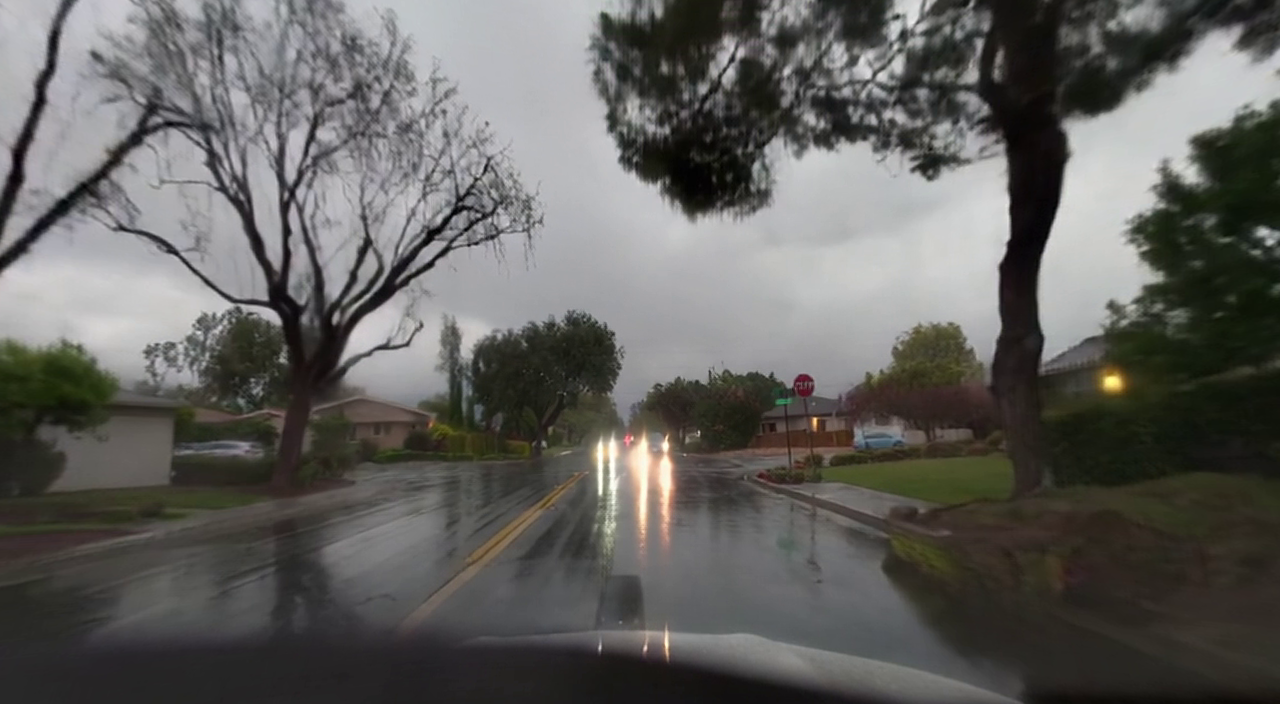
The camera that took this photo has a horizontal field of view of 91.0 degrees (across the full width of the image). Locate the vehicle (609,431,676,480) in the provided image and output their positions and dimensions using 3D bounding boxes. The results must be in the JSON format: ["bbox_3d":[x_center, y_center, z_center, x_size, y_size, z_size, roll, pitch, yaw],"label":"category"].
[{"bbox_3d":[0.004,3.474,21.312,2.043,1.484,4.340,0,-8,-2],"label":"vehicle"}]

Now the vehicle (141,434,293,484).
[{"bbox_3d":[-20.835,5.299,31.232,5.796,1.946,2.391,-4,-10,-3],"label":"vehicle"}]
